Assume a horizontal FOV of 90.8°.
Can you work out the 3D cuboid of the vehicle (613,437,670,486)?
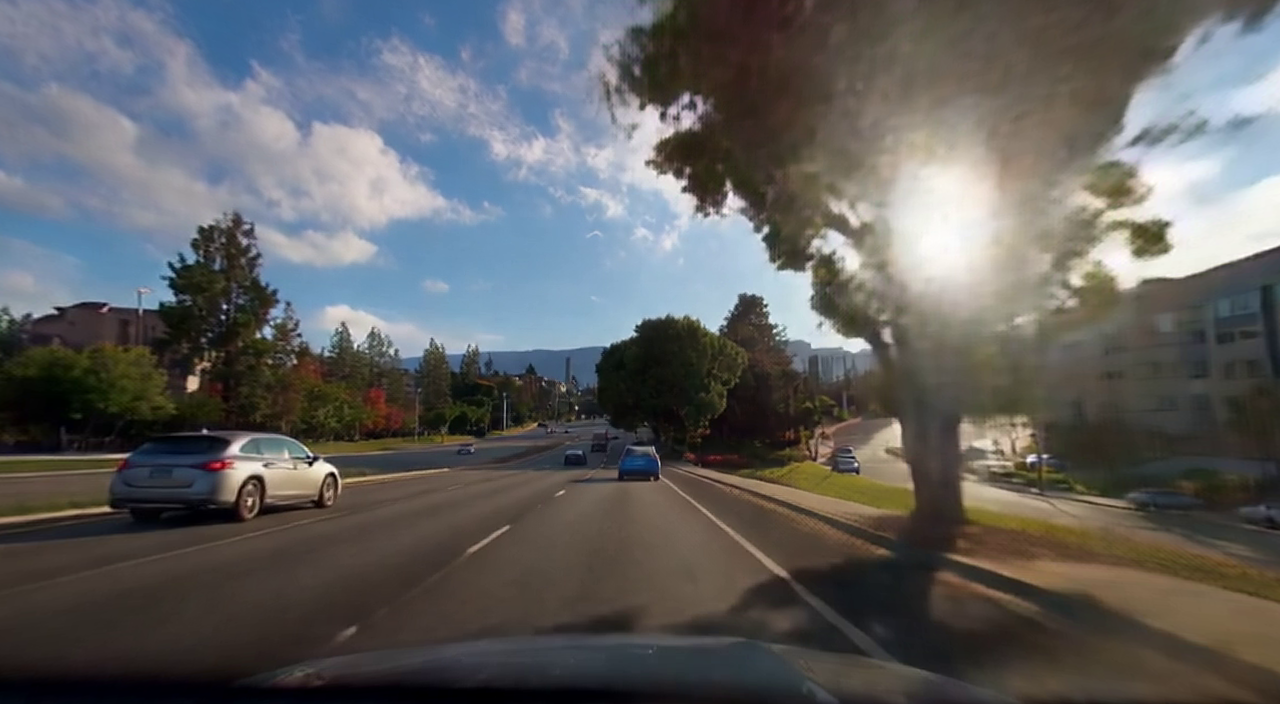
[{"bbox_3d":[0.029,4.421,25.805,2.125,1.830,4.370,0,-9,0],"label":"vehicle"}]

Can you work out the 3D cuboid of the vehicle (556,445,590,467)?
[{"bbox_3d":[-5.118,8.013,48.846,2.123,1.592,4.505,0,-9,-1],"label":"vehicle"}]

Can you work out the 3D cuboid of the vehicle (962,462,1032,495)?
[{"bbox_3d":[25.656,9.068,45.619,1.975,1.950,4.526,-1,-7,-6],"label":"vehicle"}]

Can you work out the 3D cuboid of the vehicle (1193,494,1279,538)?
[{"bbox_3d":[27.645,7.287,27.804,1.874,1.577,4.877,5,-9,-8],"label":"vehicle"}]

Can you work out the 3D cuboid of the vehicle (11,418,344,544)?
[{"bbox_3d":[-7.358,2.094,10.995,1.997,1.650,5.090,0,-9,-1],"label":"vehicle"}]

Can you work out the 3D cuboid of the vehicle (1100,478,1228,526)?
[{"bbox_3d":[26.984,7.695,32.823,1.858,1.849,4.942,0,-7,-10],"label":"vehicle"}]
